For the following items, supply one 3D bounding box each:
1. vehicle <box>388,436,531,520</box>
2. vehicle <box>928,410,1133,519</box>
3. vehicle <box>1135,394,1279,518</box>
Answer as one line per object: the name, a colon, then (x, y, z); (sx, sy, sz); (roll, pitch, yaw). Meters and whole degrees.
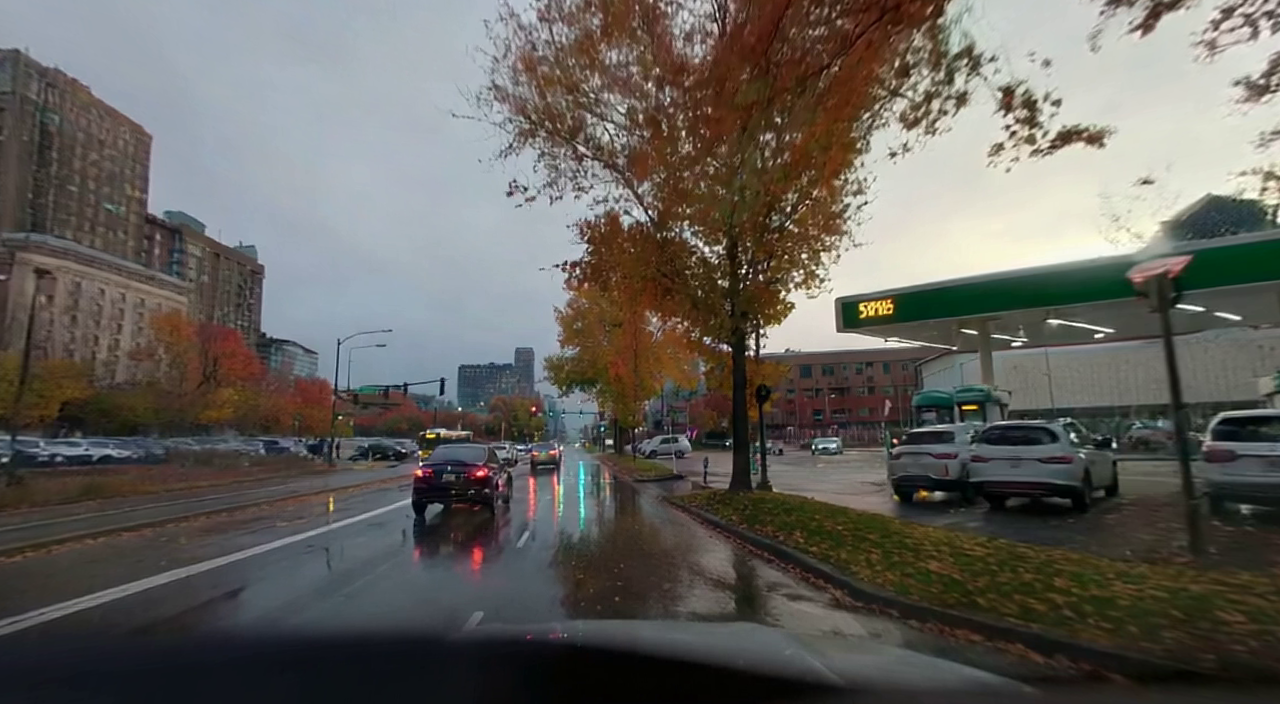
vehicle: (-3.636, 2.602, 13.485); (2.092, 1.507, 4.078); (0, -9, -4)
vehicle: (7.378, 2.012, 11.652); (4.481, 1.610, 2.048); (7, -12, -43)
vehicle: (9.624, 1.553, 9.682); (4.986, 1.521, 2.202); (7, -12, -43)
